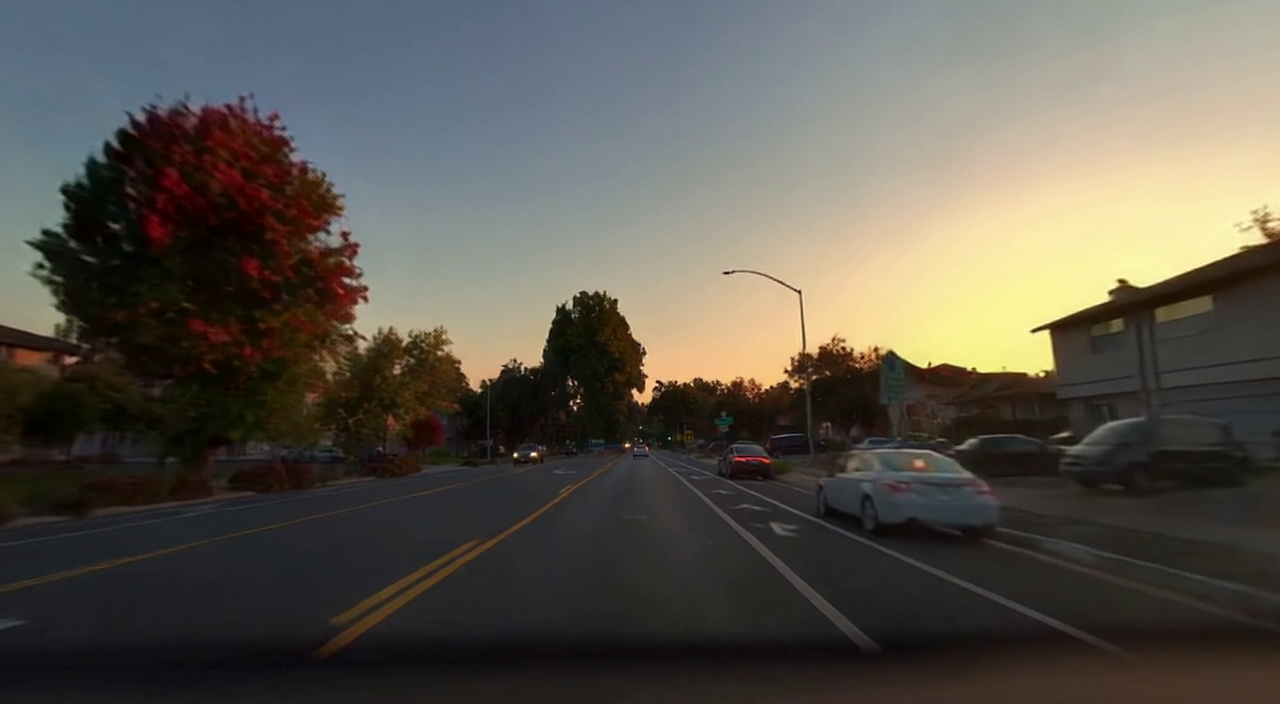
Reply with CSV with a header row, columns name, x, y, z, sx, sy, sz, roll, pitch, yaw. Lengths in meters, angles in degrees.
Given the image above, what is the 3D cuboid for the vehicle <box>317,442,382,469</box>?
name,x,y,z,sx,sy,sz,roll,pitch,yaw
vehicle,-22.471,7.991,48.769,4.052,1.641,1.939,-5,-7,-2

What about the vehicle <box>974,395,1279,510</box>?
name,x,y,z,sx,sy,sz,roll,pitch,yaw
vehicle,10.090,1.984,12.721,5.332,1.912,2.147,-3,-8,1

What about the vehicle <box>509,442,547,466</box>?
name,x,y,z,sx,sy,sz,roll,pitch,yaw
vehicle,-7.770,7.123,44.037,1.867,1.603,3.983,0,-8,1

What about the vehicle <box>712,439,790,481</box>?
name,x,y,z,sx,sy,sz,roll,pitch,yaw
vehicle,4.467,4.450,26.312,2.154,1.550,5.785,0,-8,-1

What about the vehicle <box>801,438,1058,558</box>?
name,x,y,z,sx,sy,sz,roll,pitch,yaw
vehicle,4.245,2.186,10.377,1.968,1.482,4.991,0,-8,1
